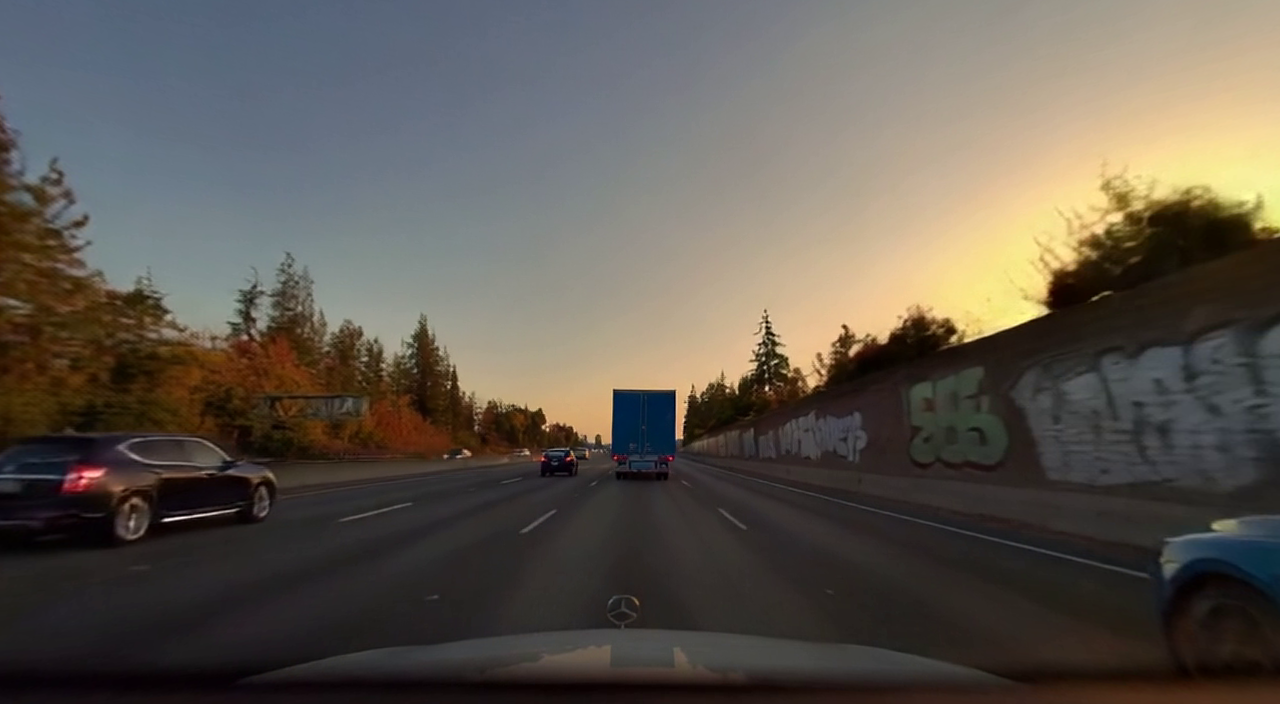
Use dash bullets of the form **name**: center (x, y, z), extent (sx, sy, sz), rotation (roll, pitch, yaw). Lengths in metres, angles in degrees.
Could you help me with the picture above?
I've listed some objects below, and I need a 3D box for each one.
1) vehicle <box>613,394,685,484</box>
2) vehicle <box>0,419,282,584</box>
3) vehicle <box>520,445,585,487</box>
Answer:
- **vehicle**: center (0.295, 4.306, 30.608), extent (2.915, 3.661, 9.741), rotation (0, -9, -1)
- **vehicle**: center (-6.906, 1.796, 8.278), extent (2.005, 1.607, 4.042), rotation (0, -9, 0)
- **vehicle**: center (-3.411, 4.558, 25.416), extent (2.020, 1.505, 4.171), rotation (0, -9, 0)
